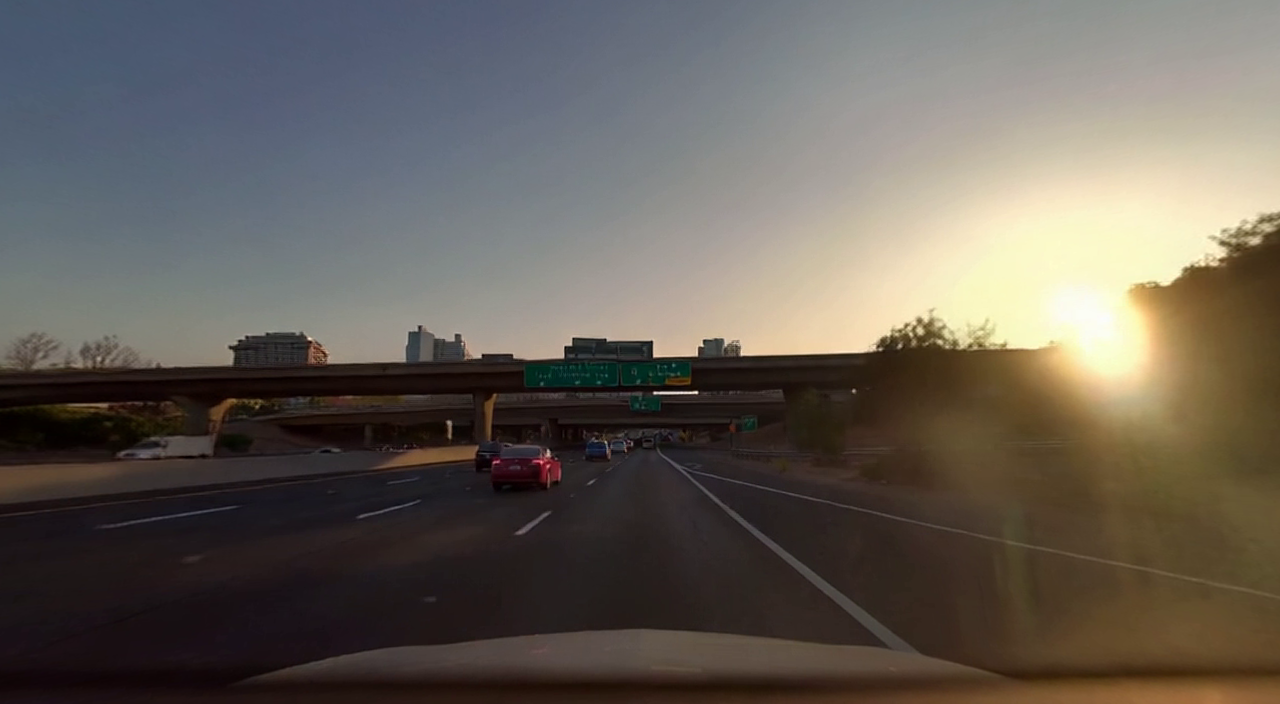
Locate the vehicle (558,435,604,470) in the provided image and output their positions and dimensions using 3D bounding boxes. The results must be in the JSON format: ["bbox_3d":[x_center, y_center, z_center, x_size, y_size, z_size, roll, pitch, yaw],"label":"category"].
[{"bbox_3d":[-3.215,5.589,35.300,2.080,1.811,4.644,0,-9,1],"label":"vehicle"}]

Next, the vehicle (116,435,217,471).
[{"bbox_3d":[-24.640,5.272,33.065,1.839,1.700,4.364,-1,-8,1],"label":"vehicle"}]

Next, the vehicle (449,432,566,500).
[{"bbox_3d":[-3.498,3.119,17.654,2.210,1.628,4.586,0,-9,1],"label":"vehicle"}]
